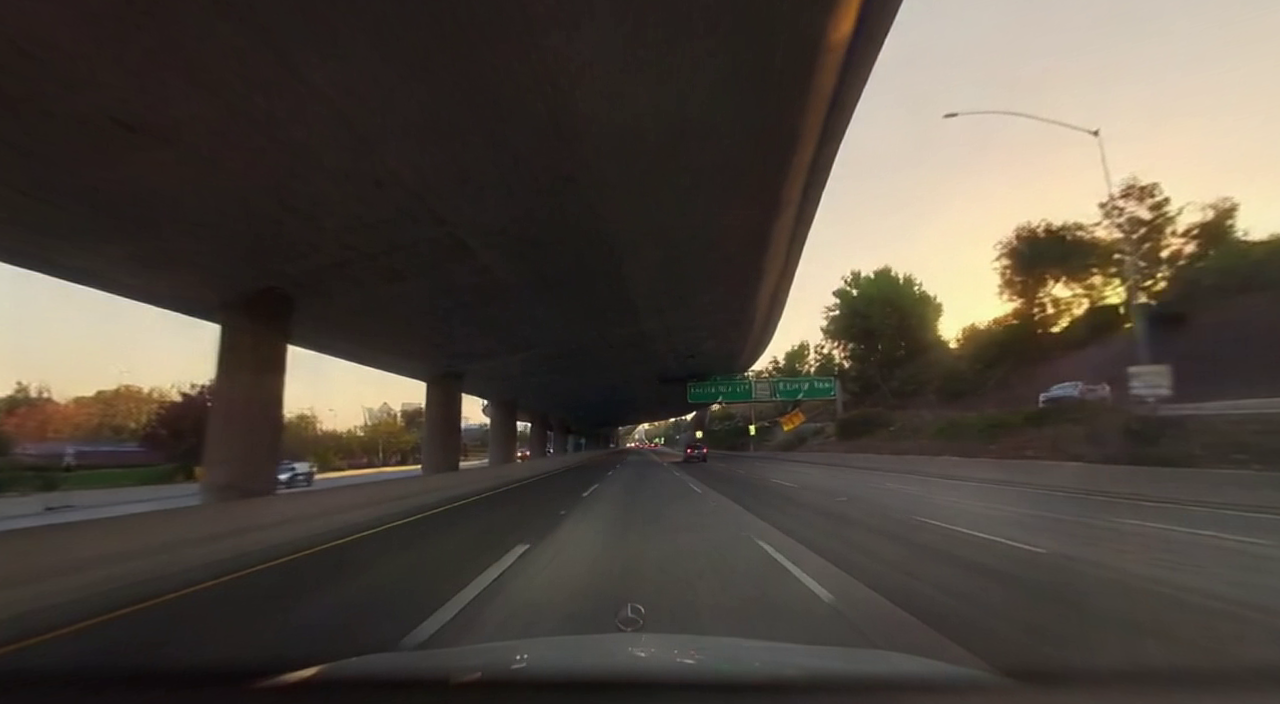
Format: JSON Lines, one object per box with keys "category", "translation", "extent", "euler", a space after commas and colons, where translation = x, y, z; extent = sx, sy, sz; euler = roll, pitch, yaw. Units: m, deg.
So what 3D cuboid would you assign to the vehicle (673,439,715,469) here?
{"category": "vehicle", "translation": [3.295, 6.369, 39.439], "extent": [2.099, 1.748, 4.331], "euler": [0, -9, -1]}
